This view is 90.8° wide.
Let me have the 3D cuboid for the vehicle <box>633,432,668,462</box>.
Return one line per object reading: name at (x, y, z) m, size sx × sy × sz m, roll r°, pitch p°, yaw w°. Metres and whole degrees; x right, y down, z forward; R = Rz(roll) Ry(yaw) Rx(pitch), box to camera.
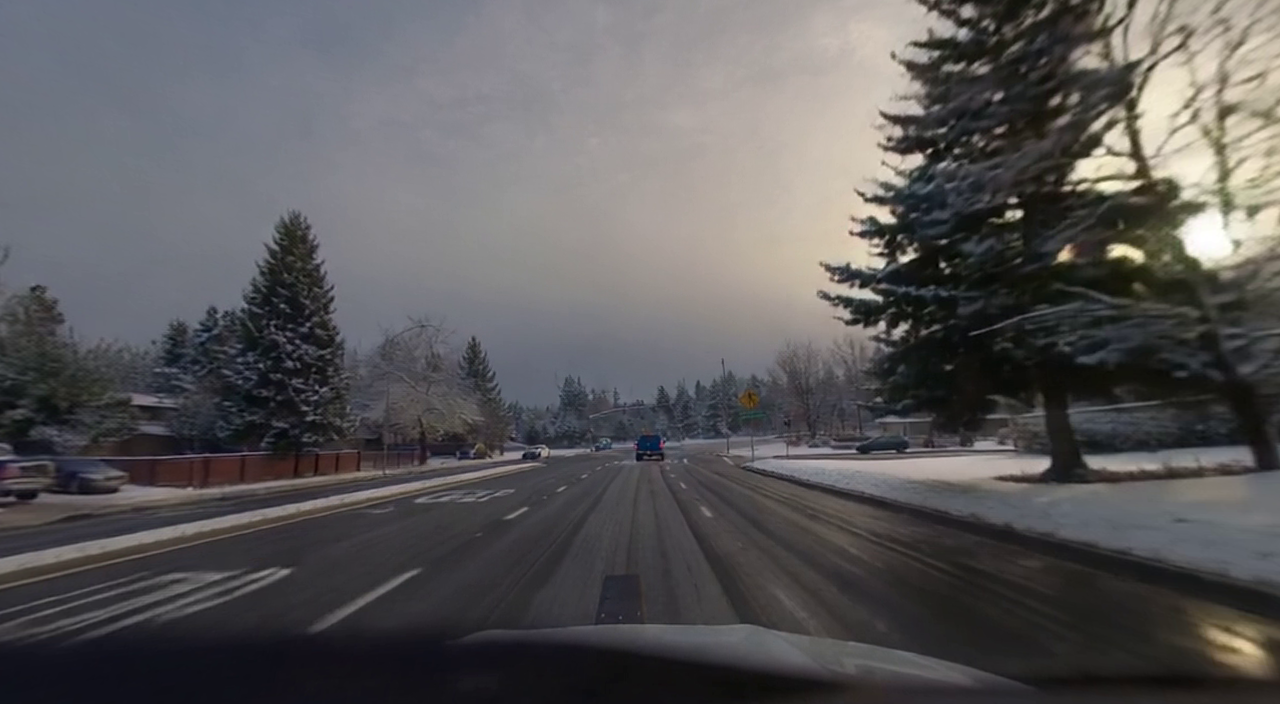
vehicle at (0.789, 6.553, 43.580) m, size 2.153 × 1.942 × 4.767 m, roll -1°, pitch -8°, yaw 5°
